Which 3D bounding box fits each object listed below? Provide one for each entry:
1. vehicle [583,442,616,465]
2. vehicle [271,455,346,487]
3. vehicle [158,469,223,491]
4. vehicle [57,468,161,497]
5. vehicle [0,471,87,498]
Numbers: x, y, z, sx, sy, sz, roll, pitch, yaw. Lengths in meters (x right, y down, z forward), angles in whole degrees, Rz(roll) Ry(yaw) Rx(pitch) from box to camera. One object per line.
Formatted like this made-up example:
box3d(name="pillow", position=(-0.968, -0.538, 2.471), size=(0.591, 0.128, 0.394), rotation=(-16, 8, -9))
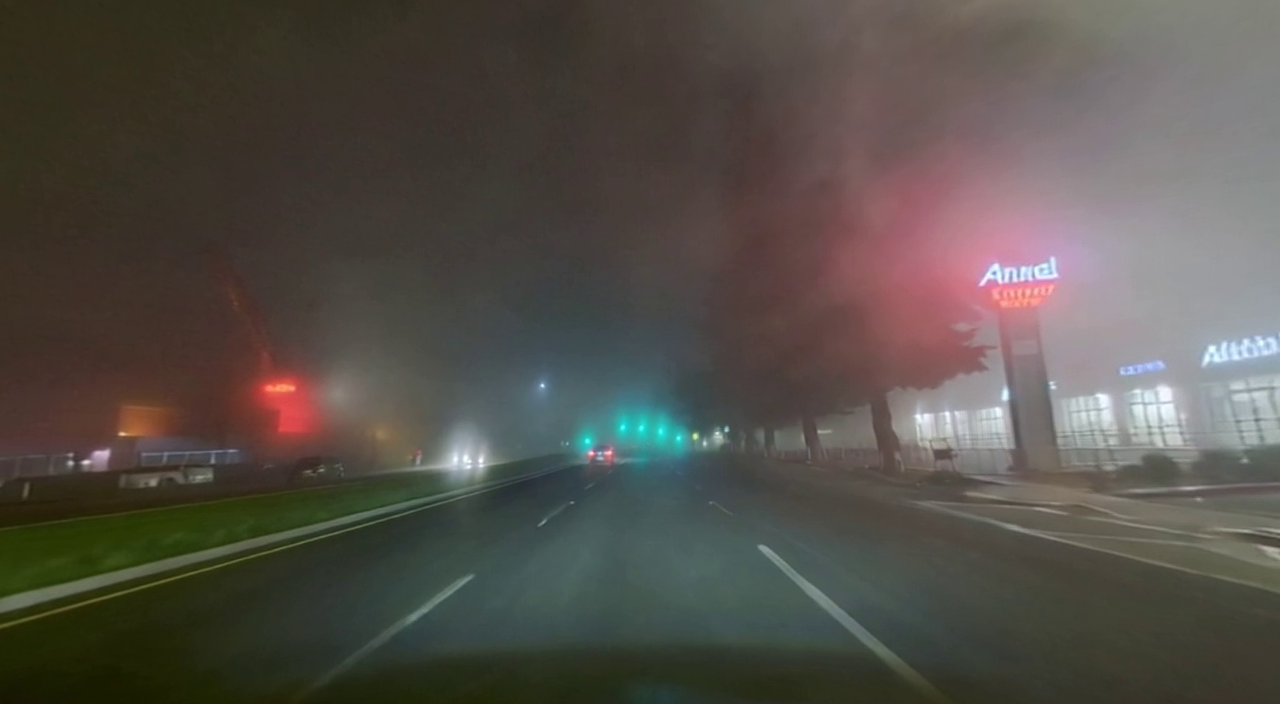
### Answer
box3d(name="vehicle", position=(-2.672, 6.746, 41.959), size=(1.926, 1.442, 4.231), rotation=(0, -8, 0))
box3d(name="vehicle", position=(-21.811, 7.789, 41.705), size=(2.262, 1.703, 4.728), rotation=(-5, -9, 3))
box3d(name="vehicle", position=(-32.923, 9.389, 46.191), size=(3.576, 1.407, 1.583), rotation=(-1, -8, 3))
box3d(name="vehicle", position=(-33.303, 8.183, 39.631), size=(4.764, 1.448, 1.876), rotation=(-3, -8, -3))
box3d(name="vehicle", position=(-43.373, 9.598, 45.728), size=(4.731, 1.606, 1.838), rotation=(-3, -9, 0))
